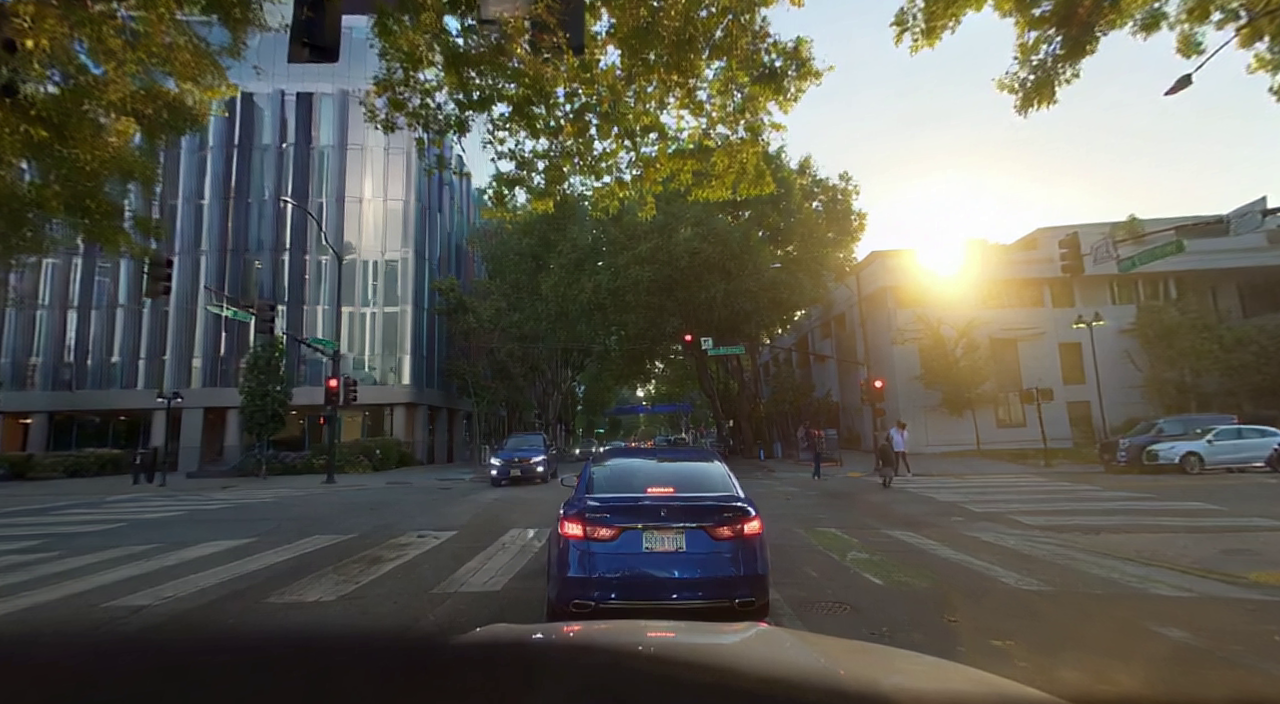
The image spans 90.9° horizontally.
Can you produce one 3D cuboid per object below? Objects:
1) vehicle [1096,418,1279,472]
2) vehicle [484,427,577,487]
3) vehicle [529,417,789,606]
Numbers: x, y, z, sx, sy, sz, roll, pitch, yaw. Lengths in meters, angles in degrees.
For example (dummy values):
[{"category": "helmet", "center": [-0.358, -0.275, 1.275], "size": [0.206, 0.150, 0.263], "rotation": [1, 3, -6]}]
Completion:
[{"category": "vehicle", "center": [19.174, 3.268, 22.216], "size": [4.675, 1.772, 1.945], "rotation": [0, -8, -1]}, {"category": "vehicle", "center": [-3.838, 3.821, 23.250], "size": [2.317, 1.924, 5.518], "rotation": [0, -8, 1]}, {"category": "vehicle", "center": [-0.135, 1.644, 7.491], "size": [1.893, 1.532, 4.145], "rotation": [2, -9, -16]}]
